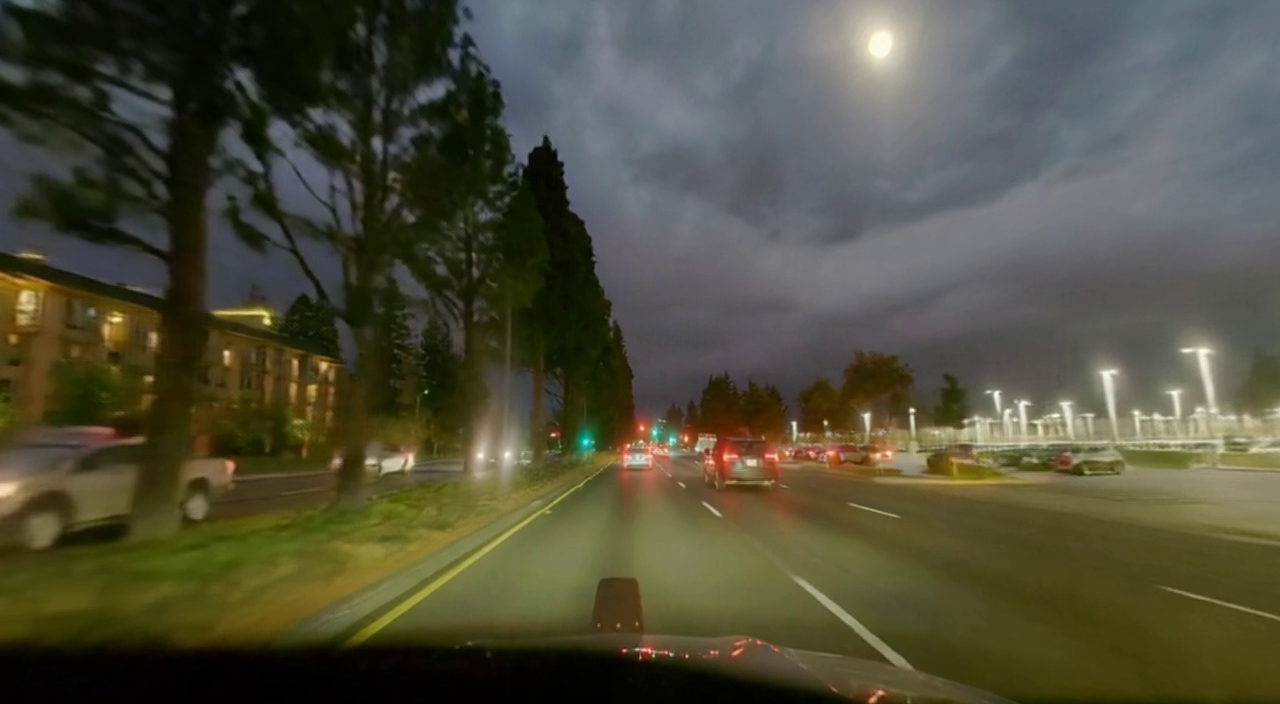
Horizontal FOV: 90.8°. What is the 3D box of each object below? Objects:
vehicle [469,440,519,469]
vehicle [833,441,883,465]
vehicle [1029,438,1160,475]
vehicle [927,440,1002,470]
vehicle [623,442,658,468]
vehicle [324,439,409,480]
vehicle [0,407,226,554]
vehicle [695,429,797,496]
[{"bbox_3d":[-9.232,6.521,40.261,2.093,1.728,4.735,0,-9,-1],"label":"vehicle"},{"bbox_3d":[15.836,7.368,46.151,1.812,1.687,4.579,1,-9,-4],"label":"vehicle"},{"bbox_3d":[20.583,4.756,28.737,4.475,1.592,1.841,0,-9,-1],"label":"vehicle"},{"bbox_3d":[19.213,6.131,37.670,1.936,1.659,4.365,0,-9,-3],"label":"vehicle"},{"bbox_3d":[-0.008,6.570,40.580,2.145,1.572,4.021,0,-9,-1],"label":"vehicle"},{"bbox_3d":[-12.712,5.019,29.685,1.937,1.737,4.398,0,-9,1],"label":"vehicle"},{"bbox_3d":[-9.304,1.941,10.019,2.165,1.863,4.880,0,-9,-1],"label":"vehicle"},{"bbox_3d":[3.125,3.420,19.884,2.235,1.806,4.818,0,-9,-2],"label":"vehicle"}]
